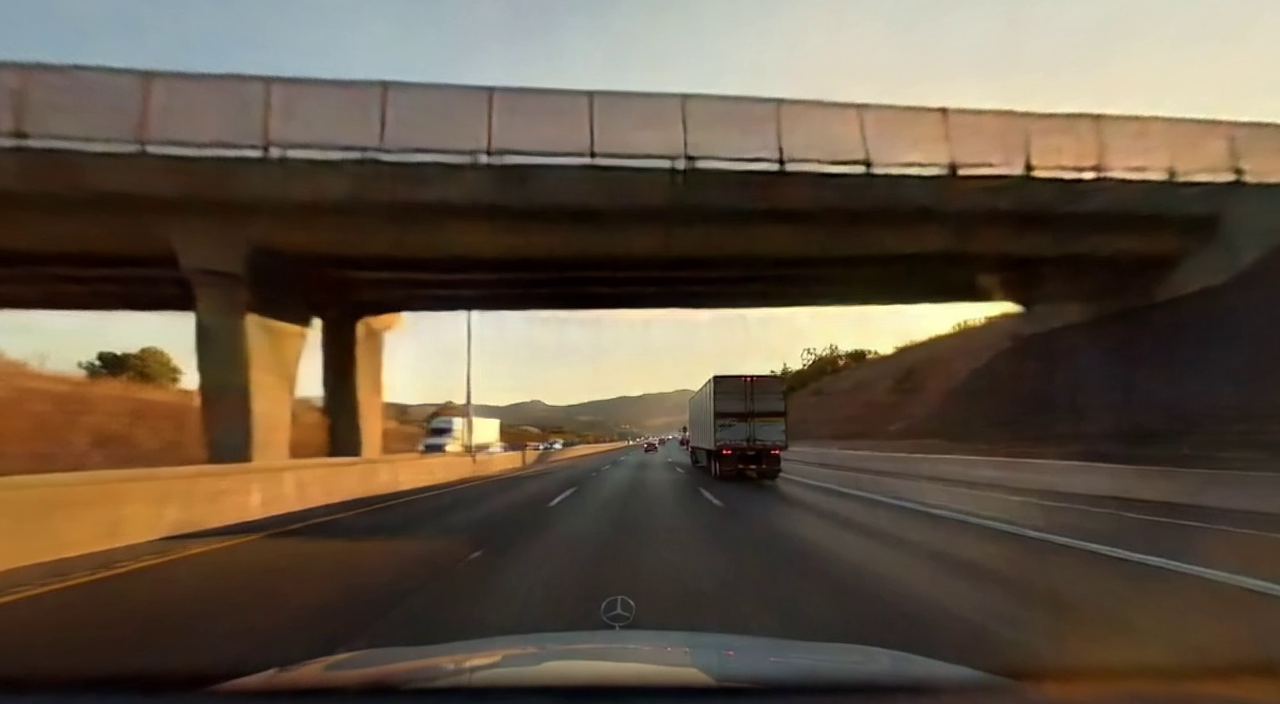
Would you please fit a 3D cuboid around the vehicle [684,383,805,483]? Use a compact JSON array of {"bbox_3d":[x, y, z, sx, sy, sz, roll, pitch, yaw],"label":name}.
[{"bbox_3d":[4.128,3.683,28.329,3.306,3.531,11.717,0,-8,-1],"label":"vehicle"}]
